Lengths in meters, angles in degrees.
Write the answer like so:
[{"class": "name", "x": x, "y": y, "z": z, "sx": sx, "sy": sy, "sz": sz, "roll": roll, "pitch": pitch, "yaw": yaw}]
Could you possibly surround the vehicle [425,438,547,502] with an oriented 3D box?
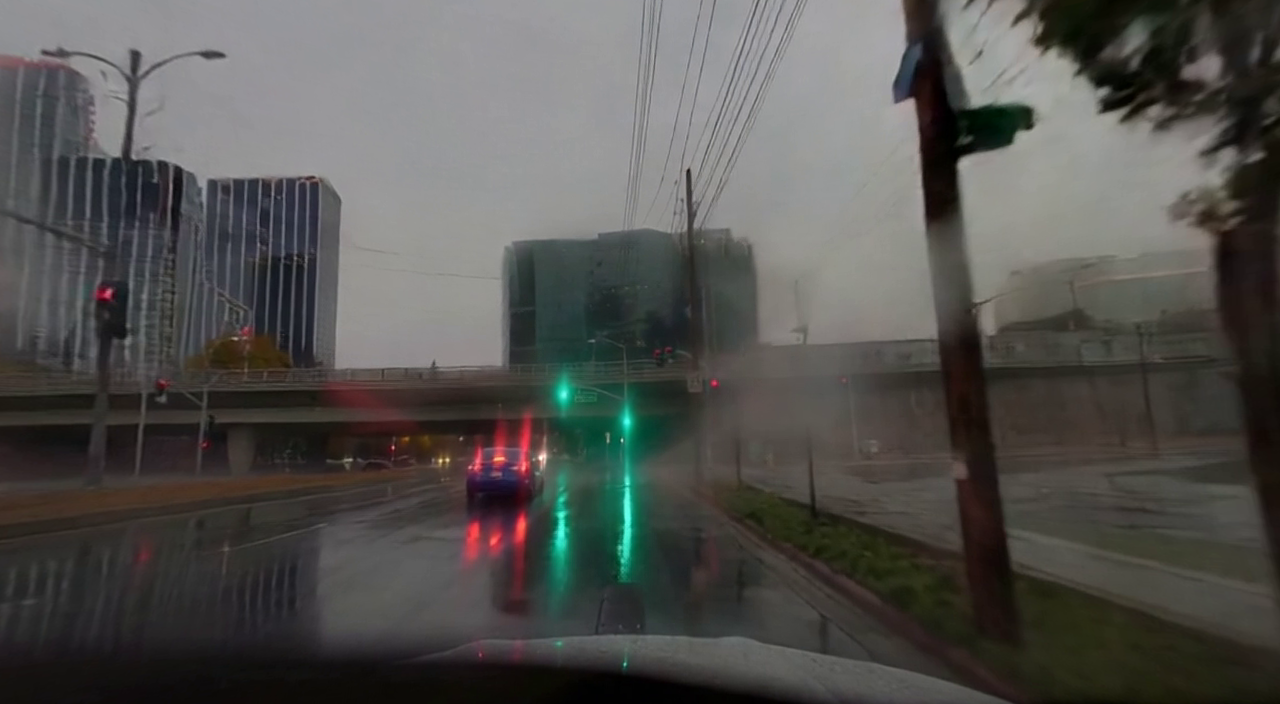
[{"class": "vehicle", "x": -3.920, "y": 3.104, "z": 17.001, "sx": 2.154, "sy": 1.465, "sz": 4.532, "roll": 0, "pitch": -9, "yaw": 0}]
